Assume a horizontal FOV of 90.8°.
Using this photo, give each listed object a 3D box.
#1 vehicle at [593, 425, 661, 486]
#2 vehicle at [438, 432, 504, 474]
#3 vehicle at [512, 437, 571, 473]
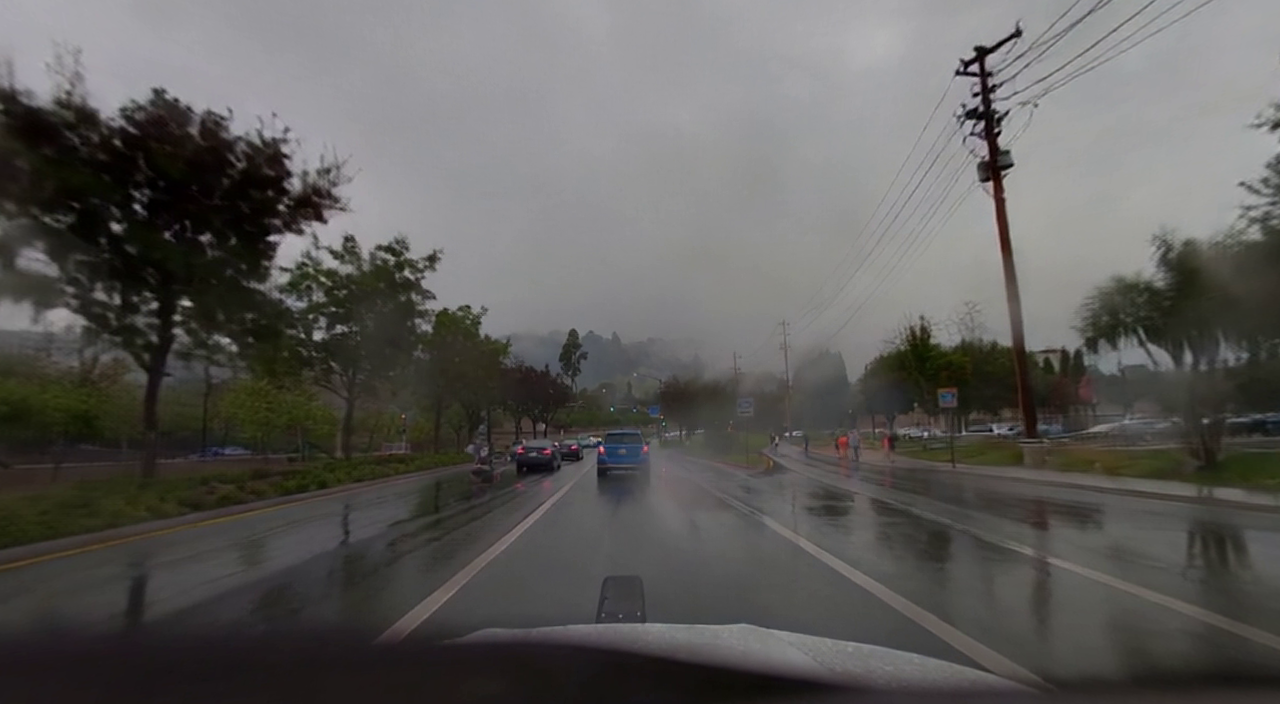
[{"bbox_3d":[-0.445,3.320,20.545,2.012,1.769,3.897,0,-8,-2],"label":"vehicle"},{"bbox_3d":[-7.196,4.334,27.282,1.860,1.634,4.089,0,-8,-2],"label":"vehicle"},{"bbox_3d":[-4.348,4.628,28.610,2.087,1.485,4.452,0,-8,-2],"label":"vehicle"}]
